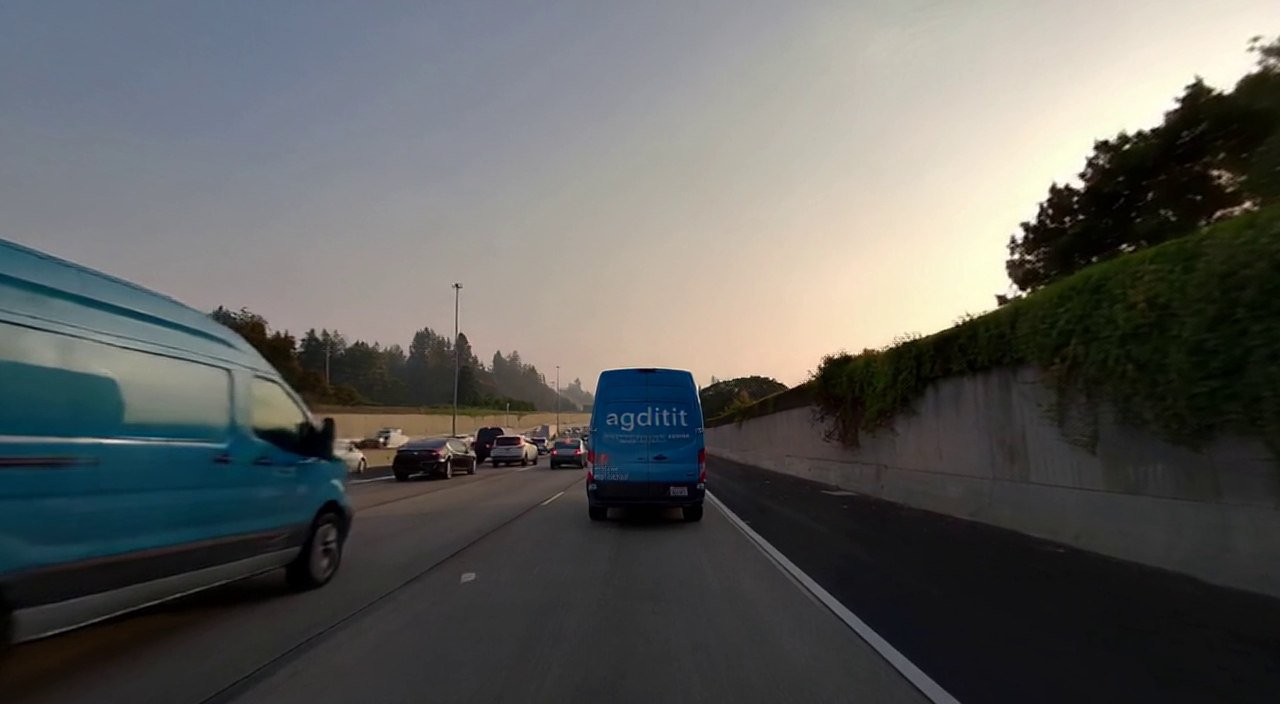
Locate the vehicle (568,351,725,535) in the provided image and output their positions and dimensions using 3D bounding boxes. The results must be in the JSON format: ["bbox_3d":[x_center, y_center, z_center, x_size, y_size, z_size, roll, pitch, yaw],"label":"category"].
[{"bbox_3d":[0.132,1.810,12.660,2.316,2.738,6.398,0,-8,1],"label":"vehicle"}]

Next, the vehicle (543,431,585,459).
[{"bbox_3d":[-5.895,7.314,49.504,2.302,2.007,5.490,-1,-8,3],"label":"vehicle"}]

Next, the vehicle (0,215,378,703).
[{"bbox_3d":[-3.693,0.544,2.103,2.597,2.163,6.860,0,-8,1],"label":"vehicle"}]

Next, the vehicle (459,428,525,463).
[{"bbox_3d":[-9.661,6.195,41.749,2.566,2.158,5.957,-1,-8,4],"label":"vehicle"}]

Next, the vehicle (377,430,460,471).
[{"bbox_3d":[-10.620,4.757,30.661,2.061,1.846,4.852,-1,-8,3],"label":"vehicle"}]
